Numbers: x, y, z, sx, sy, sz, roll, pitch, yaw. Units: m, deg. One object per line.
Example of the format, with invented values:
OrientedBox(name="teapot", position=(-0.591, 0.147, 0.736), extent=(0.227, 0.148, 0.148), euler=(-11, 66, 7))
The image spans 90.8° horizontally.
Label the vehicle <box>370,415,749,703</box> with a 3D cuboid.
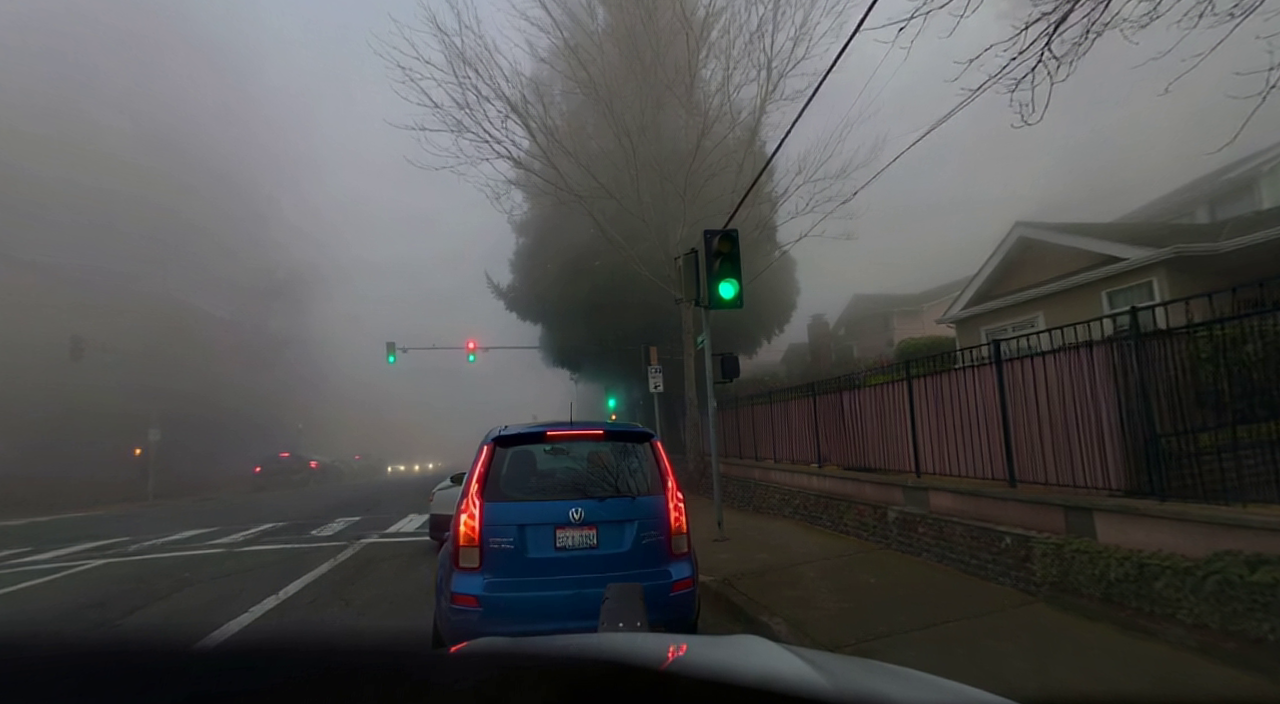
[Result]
OrientedBox(name="vehicle", position=(-0.678, 1.377, 5.315), extent=(2.024, 1.502, 3.702), euler=(1, -9, -9))
